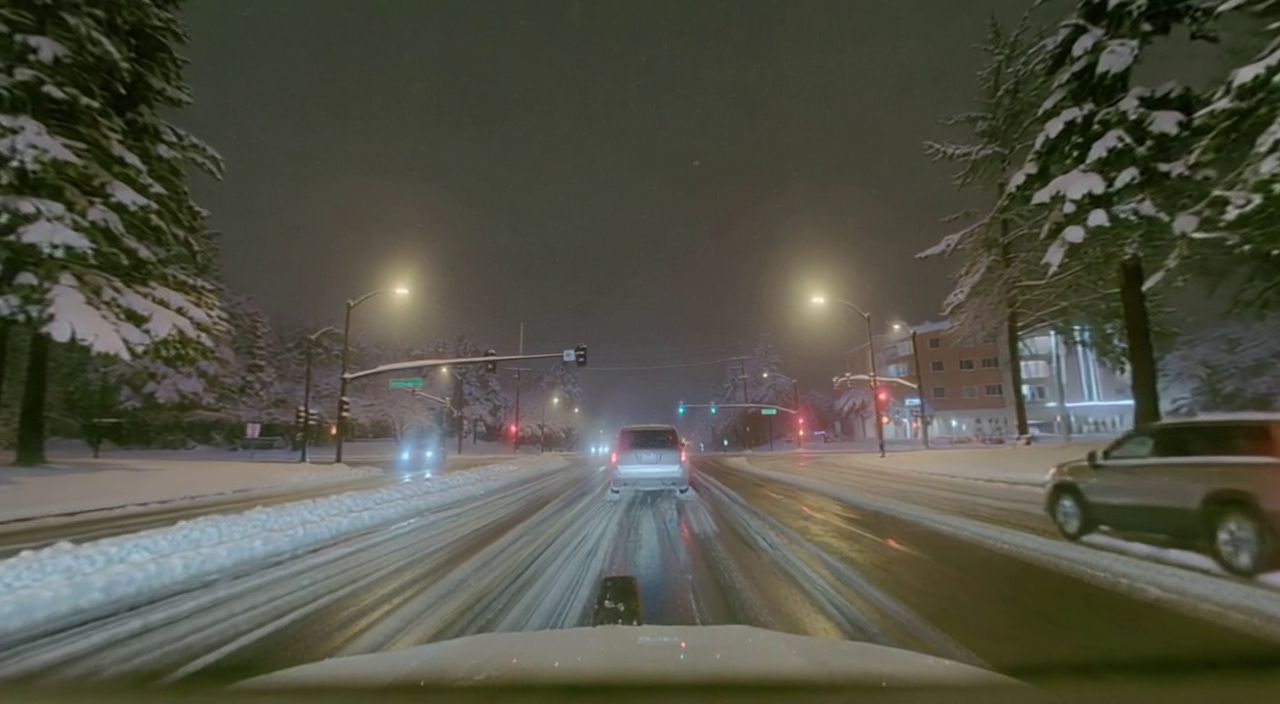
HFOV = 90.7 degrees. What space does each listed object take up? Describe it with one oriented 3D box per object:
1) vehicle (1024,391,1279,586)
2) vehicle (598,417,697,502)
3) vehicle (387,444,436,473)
[{"bbox_3d":[6.908,1.438,7.087,2.447,1.707,4.396,0,-9,1],"label":"vehicle"},{"bbox_3d":[0.224,2.845,16.982,2.267,1.926,4.708,0,-9,1],"label":"vehicle"},{"bbox_3d":[-13.951,6.425,38.481,2.209,1.627,4.582,4,-10,-26],"label":"vehicle"}]
